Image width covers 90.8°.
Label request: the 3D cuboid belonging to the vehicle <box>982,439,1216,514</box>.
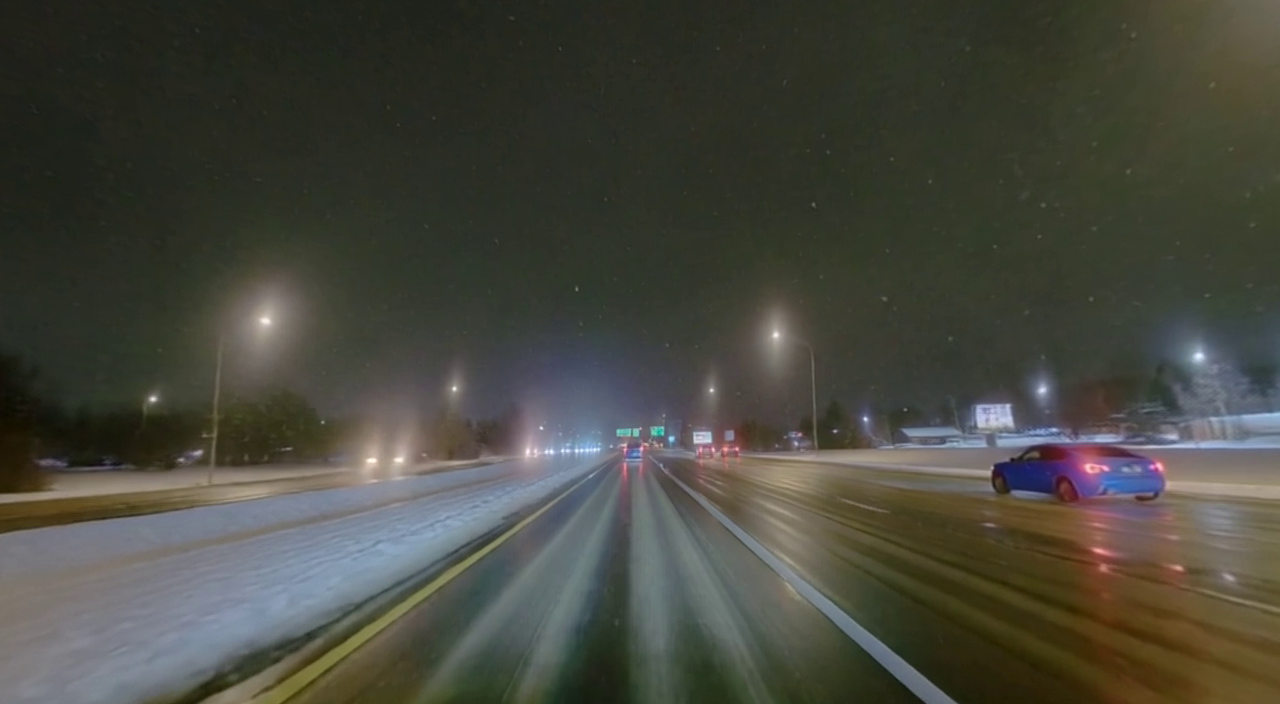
[{"bbox_3d":[10.711,2.882,15.340,2.024,1.481,4.747,1,-8,-2],"label":"vehicle"}]

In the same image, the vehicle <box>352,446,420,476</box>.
[{"bbox_3d":[-14.691,6.314,36.896,2.013,1.529,4.916,0,-8,-1],"label":"vehicle"}]
